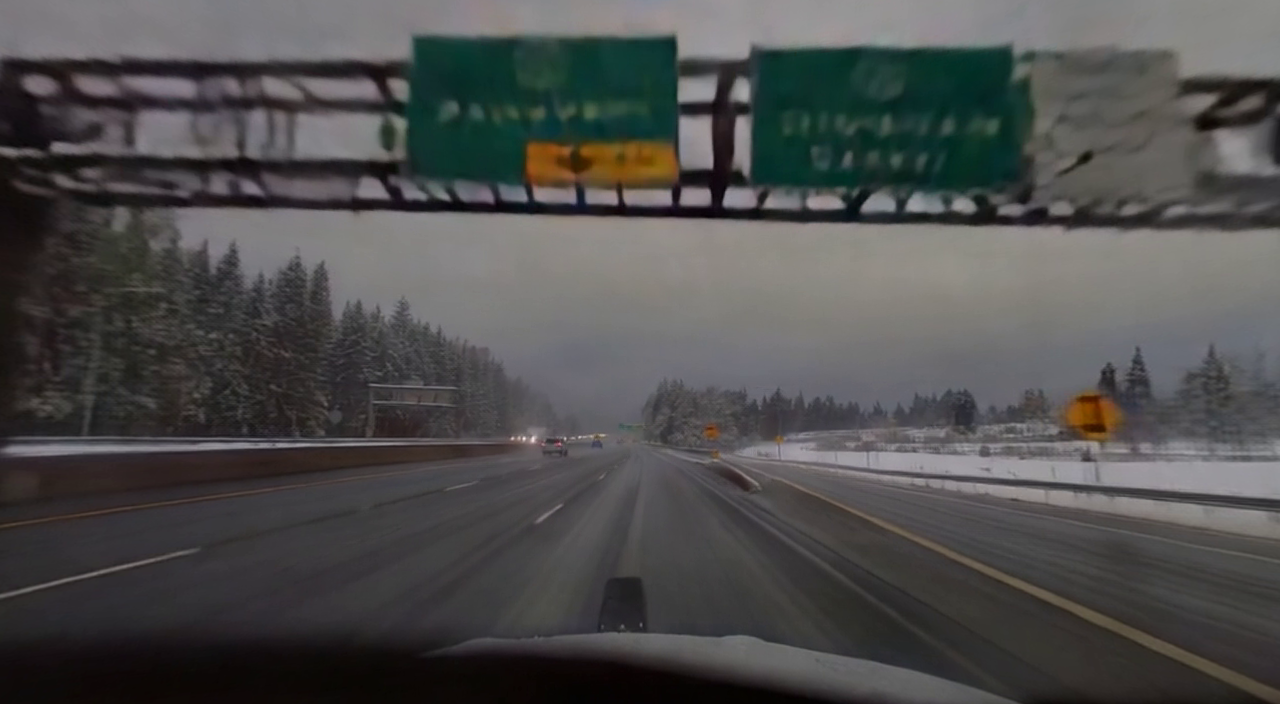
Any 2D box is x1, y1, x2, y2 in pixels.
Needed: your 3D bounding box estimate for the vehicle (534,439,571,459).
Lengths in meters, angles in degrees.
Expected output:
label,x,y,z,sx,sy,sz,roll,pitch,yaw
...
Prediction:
label,x,y,z,sx,sy,sz,roll,pitch,yaw
vehicle,-6.668,7.435,48.475,2.025,1.494,4.495,0,-8,2
